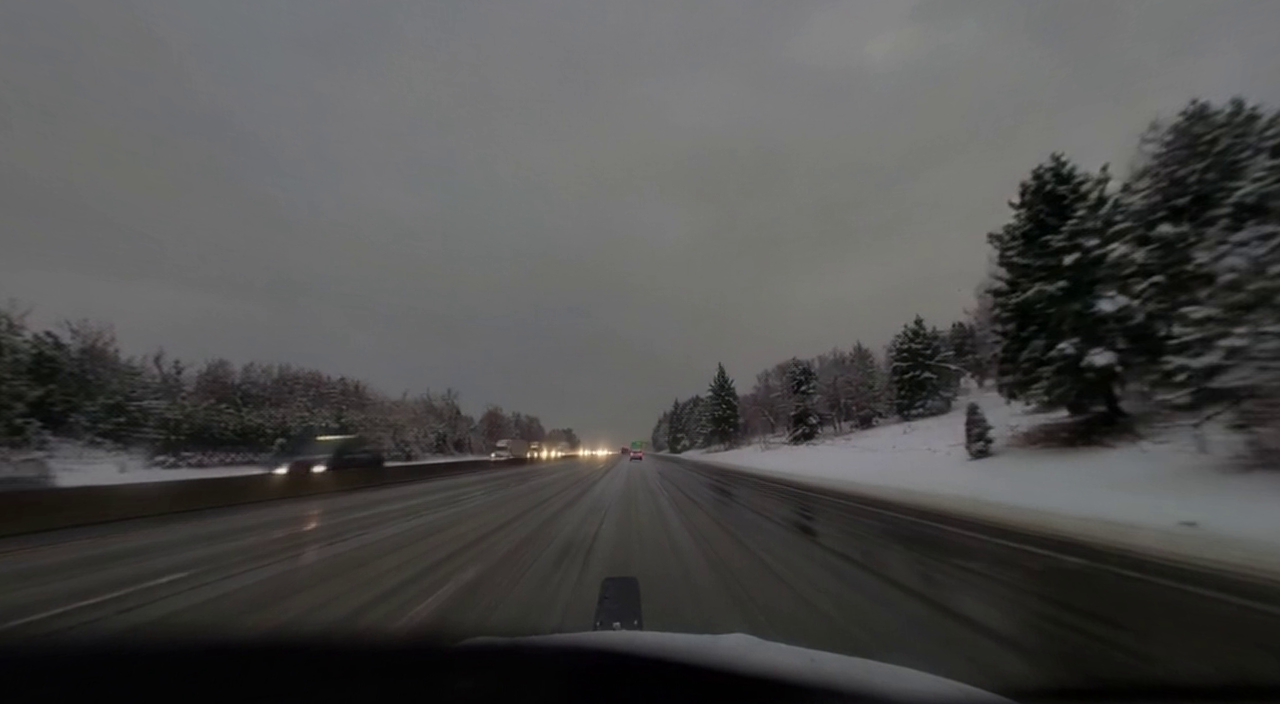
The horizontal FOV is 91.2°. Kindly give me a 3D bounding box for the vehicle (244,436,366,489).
[{"bbox_3d":[-15.655,5.193,29.848,2.429,2.218,6.111,0,-9,0],"label":"vehicle"}]
